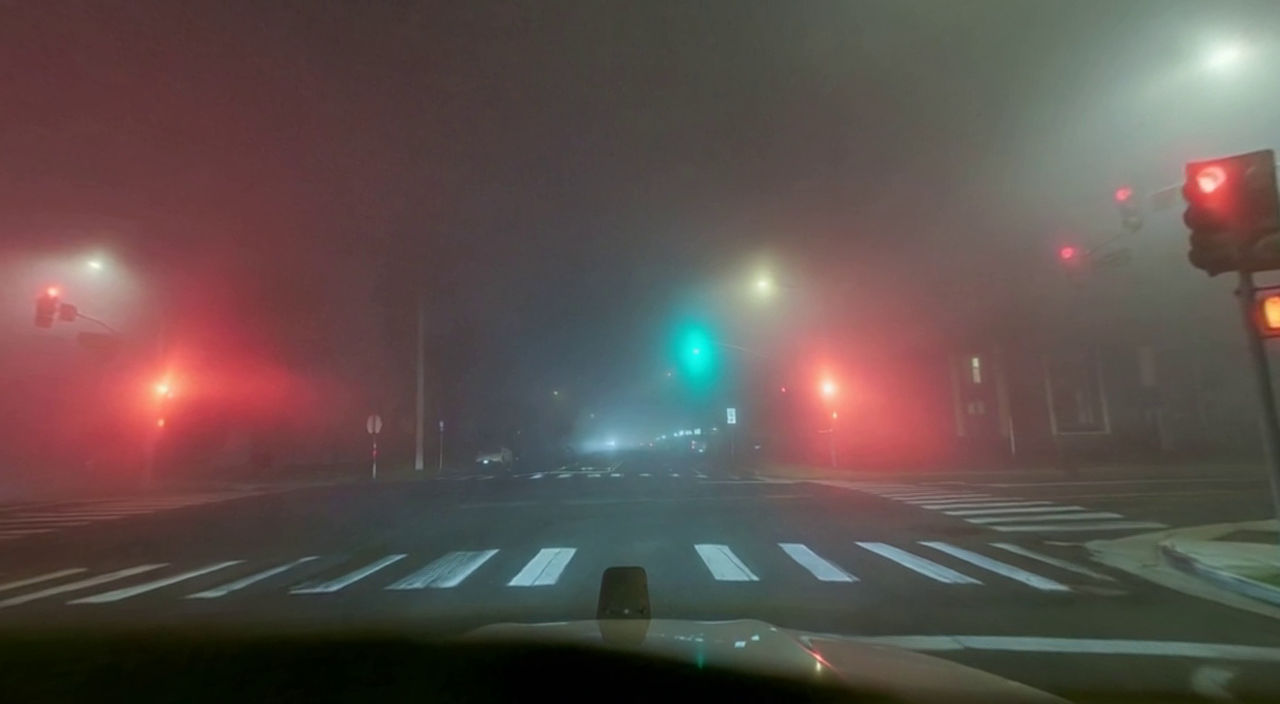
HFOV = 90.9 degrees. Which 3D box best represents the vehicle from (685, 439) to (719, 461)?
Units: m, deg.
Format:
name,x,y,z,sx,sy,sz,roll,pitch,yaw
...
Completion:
name,x,y,z,sx,sy,sz,roll,pitch,yaw
vehicle,4.262,6.806,43.901,1.987,1.466,4.389,0,-8,0
